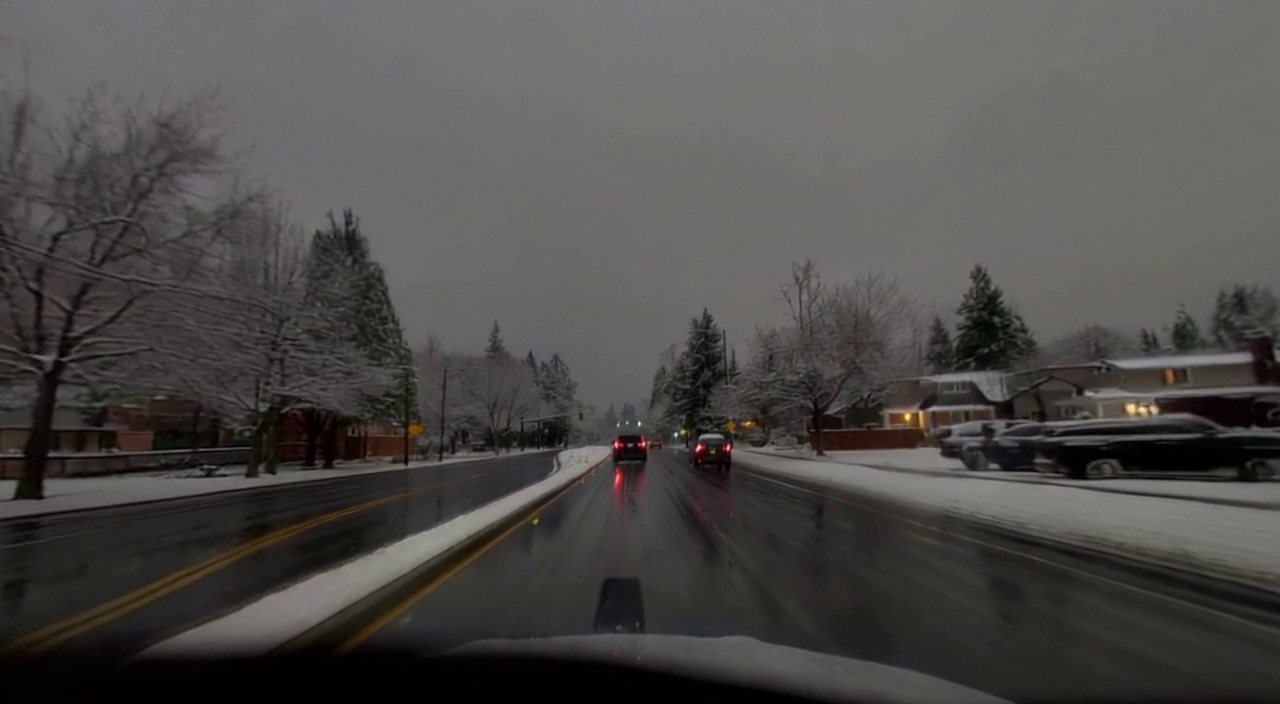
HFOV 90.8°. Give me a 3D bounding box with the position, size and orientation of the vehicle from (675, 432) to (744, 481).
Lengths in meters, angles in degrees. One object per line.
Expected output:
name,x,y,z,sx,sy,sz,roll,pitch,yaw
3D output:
vehicle,2.467,3.832,23.458,2.003,1.614,4.072,0,-8,-1

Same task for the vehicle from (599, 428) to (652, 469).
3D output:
vehicle,-0.722,4.874,32.138,2.488,1.881,4.814,0,-8,-1

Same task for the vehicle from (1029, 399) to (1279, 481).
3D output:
vehicle,11.300,1.908,13.610,4.557,1.509,1.971,-8,-11,43
